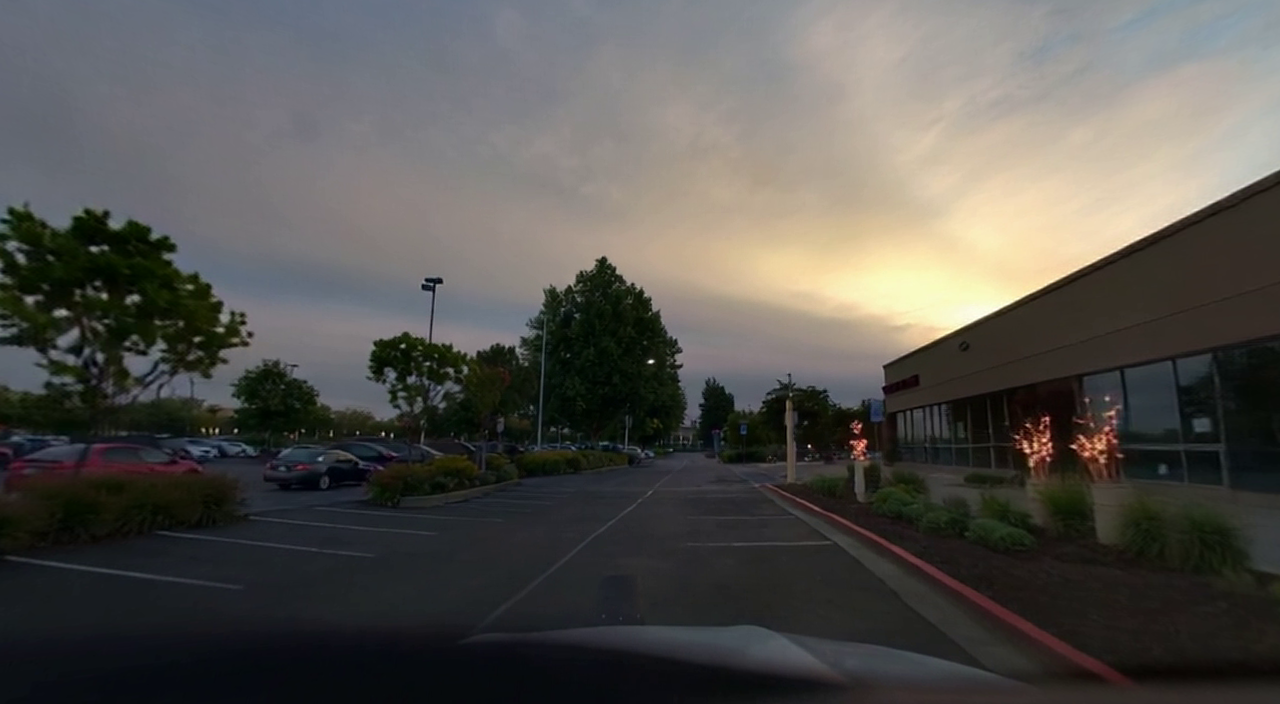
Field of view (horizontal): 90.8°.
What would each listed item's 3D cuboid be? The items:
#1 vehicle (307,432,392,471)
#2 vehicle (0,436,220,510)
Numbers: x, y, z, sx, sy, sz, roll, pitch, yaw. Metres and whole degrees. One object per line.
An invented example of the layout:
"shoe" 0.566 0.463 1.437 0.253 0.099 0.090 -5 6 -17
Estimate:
"vehicle" -15.640 5.390 34.308 1.972 1.923 4.535 -1 -9 7
"vehicle" -12.513 2.750 14.871 1.847 1.443 4.484 -1 -9 6
